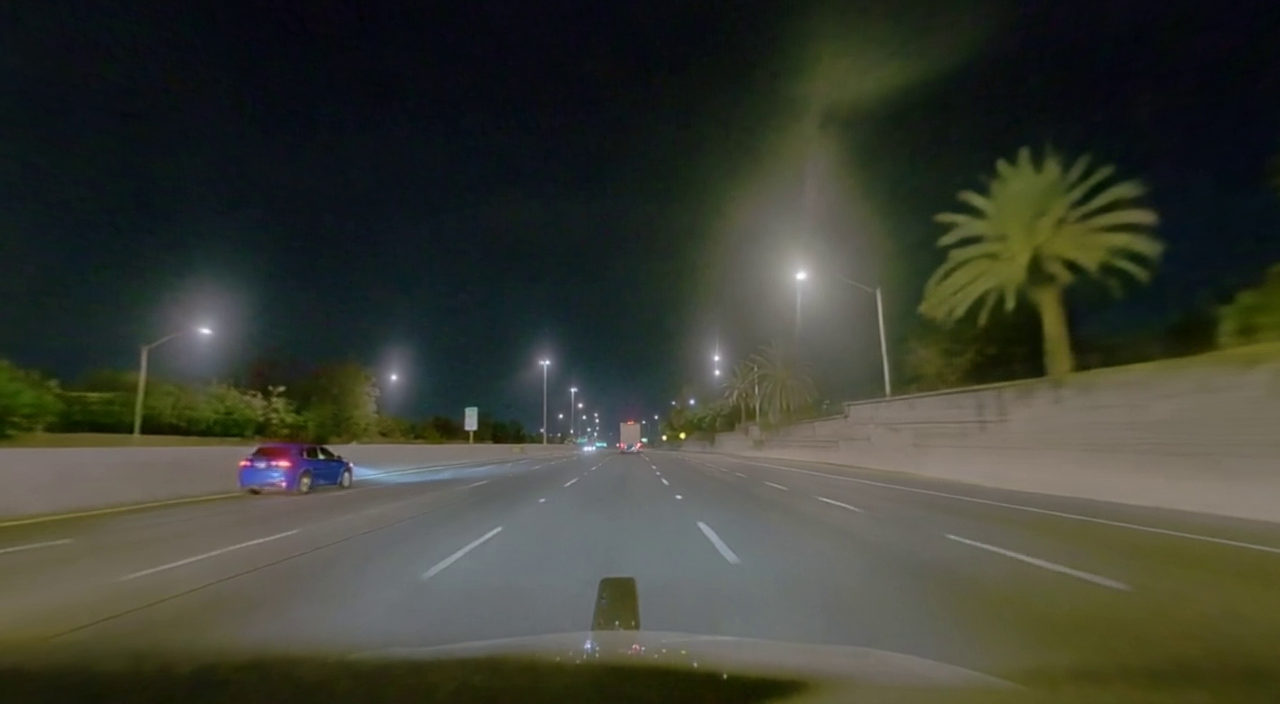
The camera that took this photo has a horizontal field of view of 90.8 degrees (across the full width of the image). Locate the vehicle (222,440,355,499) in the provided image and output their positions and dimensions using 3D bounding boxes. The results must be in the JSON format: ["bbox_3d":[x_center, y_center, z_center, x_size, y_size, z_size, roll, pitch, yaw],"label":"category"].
[{"bbox_3d":[-11.013,3.665,20.178,1.897,1.653,4.113,0,-8,-1],"label":"vehicle"}]
